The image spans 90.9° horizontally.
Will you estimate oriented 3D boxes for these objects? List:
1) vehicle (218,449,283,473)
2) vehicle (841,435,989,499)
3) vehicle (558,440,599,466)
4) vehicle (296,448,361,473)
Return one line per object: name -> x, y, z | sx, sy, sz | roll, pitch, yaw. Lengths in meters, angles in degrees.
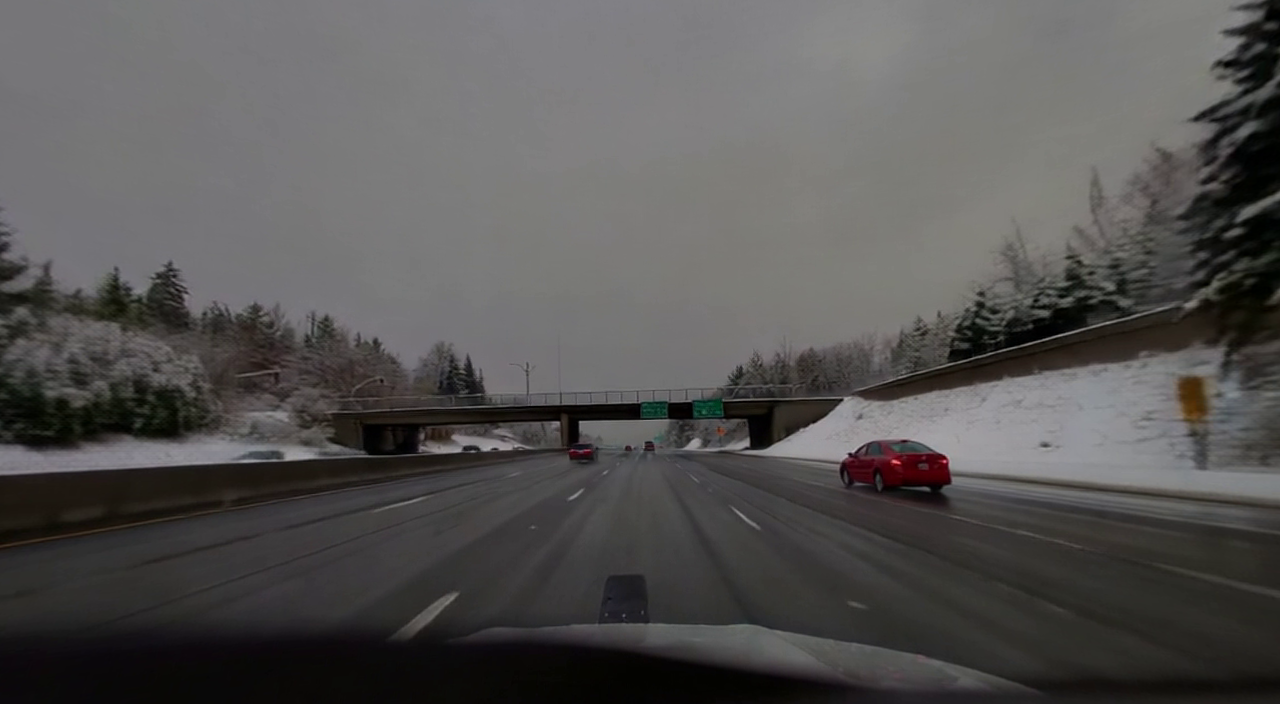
vehicle -> -28.255, 7.887, 45.892 | 1.847, 1.645, 4.418 | 0, -8, 1
vehicle -> 7.158, 3.024, 17.042 | 1.914, 1.465, 4.574 | 0, -8, 0
vehicle -> -3.805, 6.376, 39.860 | 2.085, 1.533, 4.861 | 0, -8, 1
vehicle -> -20.964, 7.298, 42.725 | 1.927, 1.515, 4.771 | 0, -8, 0
